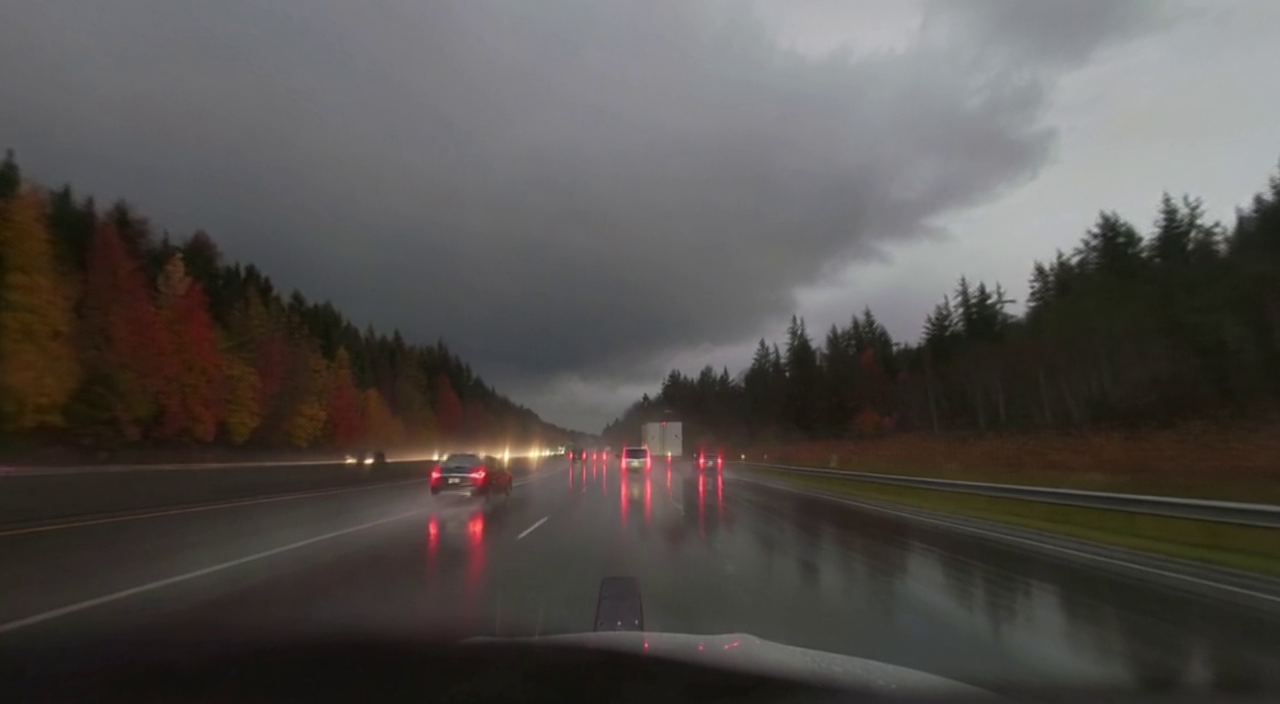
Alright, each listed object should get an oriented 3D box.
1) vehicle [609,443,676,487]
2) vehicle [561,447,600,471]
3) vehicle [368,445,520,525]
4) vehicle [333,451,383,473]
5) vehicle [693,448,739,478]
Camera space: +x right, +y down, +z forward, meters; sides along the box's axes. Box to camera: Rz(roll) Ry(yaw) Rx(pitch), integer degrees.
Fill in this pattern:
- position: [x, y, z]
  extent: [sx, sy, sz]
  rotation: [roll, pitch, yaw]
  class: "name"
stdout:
- position: [0.083, 4.772, 26.787]
  extent: [2.634, 1.679, 4.070]
  rotation: [0, -9, 0]
  class: "vehicle"
- position: [-4.398, 7.982, 47.034]
  extent: [2.545, 1.679, 4.267]
  rotation: [0, -9, 0]
  class: "vehicle"
- position: [-4.078, 2.816, 13.860]
  extent: [2.017, 1.469, 4.113]
  rotation: [0, -9, 0]
  class: "vehicle"
- position: [-22.199, 8.654, 49.448]
  extent: [1.919, 1.671, 4.274]
  rotation: [0, -9, 0]
  class: "vehicle"
- position: [4.270, 6.342, 36.037]
  extent: [2.035, 1.571, 4.413]
  rotation: [0, -9, -1]
  class: "vehicle"
